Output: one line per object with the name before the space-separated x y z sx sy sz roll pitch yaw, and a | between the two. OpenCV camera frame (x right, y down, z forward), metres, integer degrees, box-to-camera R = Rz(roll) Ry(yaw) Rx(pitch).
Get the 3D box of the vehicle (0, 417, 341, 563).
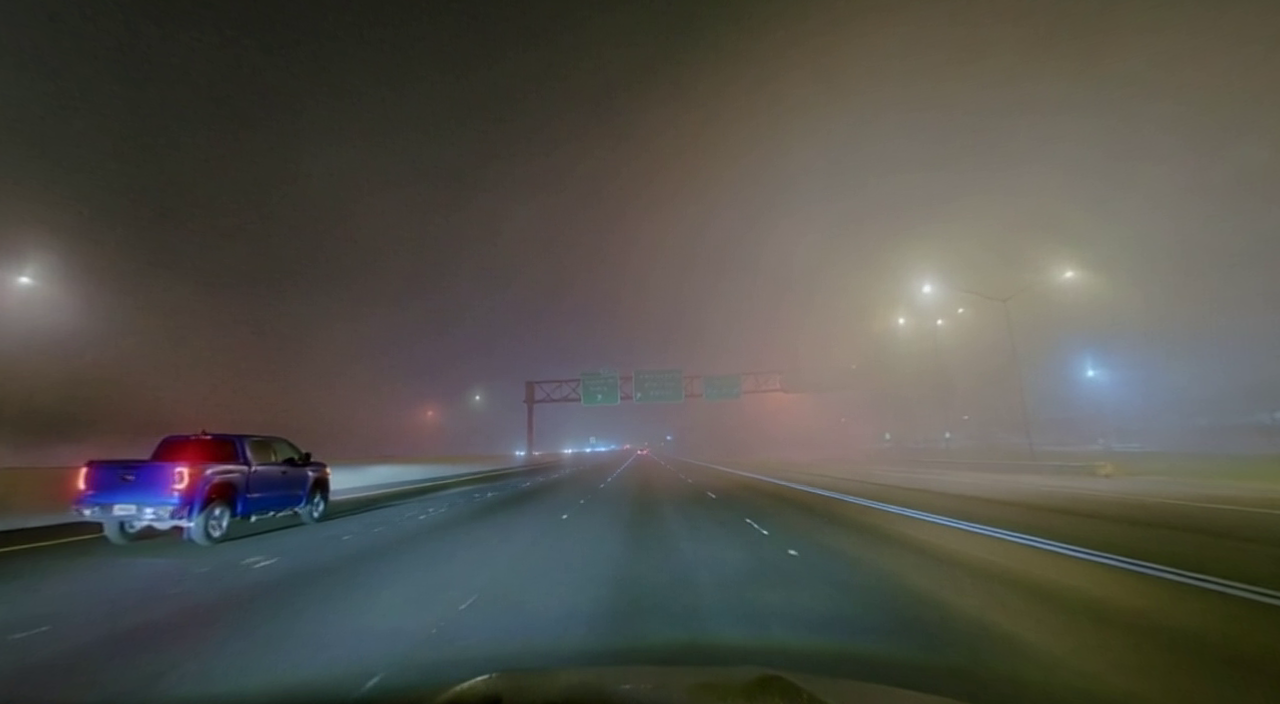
vehicle | -6.995 2.012 9.954 2.168 1.729 4.724 0 -9 0
